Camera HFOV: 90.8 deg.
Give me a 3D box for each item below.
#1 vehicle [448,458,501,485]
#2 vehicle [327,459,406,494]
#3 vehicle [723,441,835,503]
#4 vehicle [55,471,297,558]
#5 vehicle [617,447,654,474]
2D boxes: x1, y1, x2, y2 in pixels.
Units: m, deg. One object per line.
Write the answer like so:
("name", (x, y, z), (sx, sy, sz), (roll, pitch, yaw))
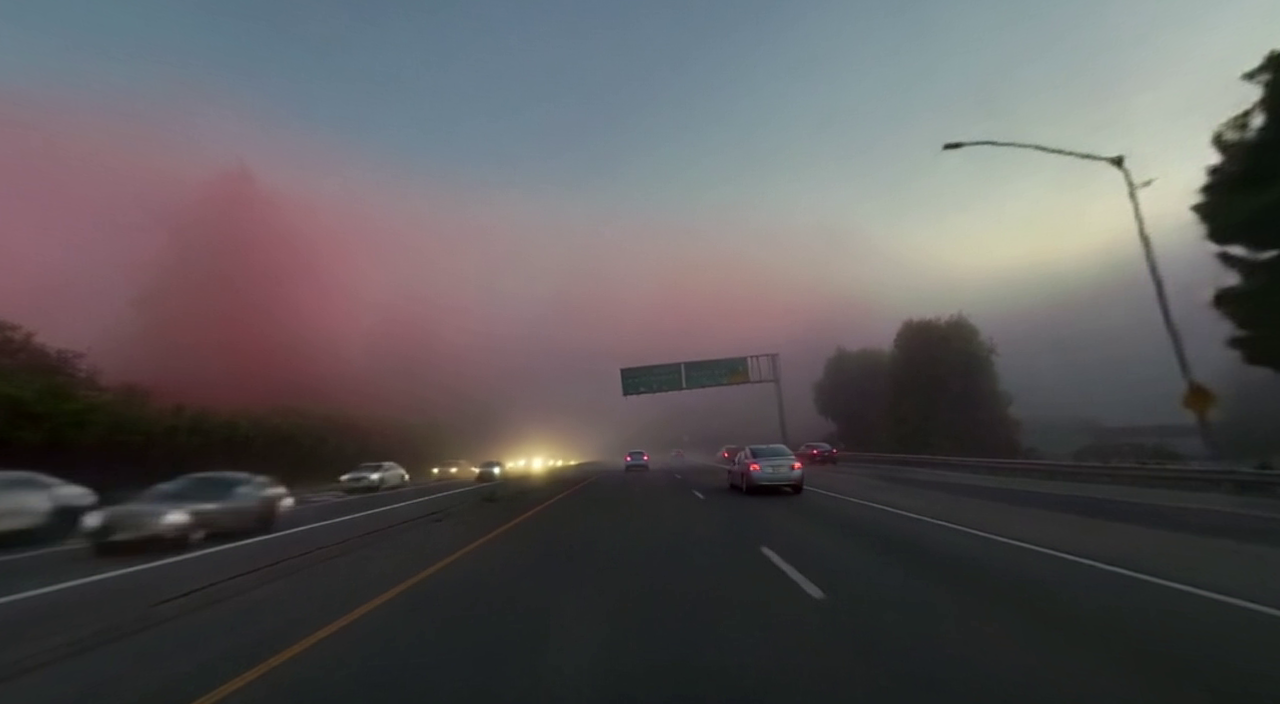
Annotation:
("vehicle", (-9.921, 7.150, 38.187), (1.940, 1.435, 4.312), (0, -8, 1))
("vehicle", (-13.677, 6.230, 31.899), (1.939, 1.504, 4.481), (0, -8, 0))
("vehicle", (3.655, 3.227, 17.477), (1.972, 1.488, 4.335), (0, -8, -2))
("vehicle", (-9.974, 3.481, 14.155), (2.069, 1.447, 4.361), (0, -8, 0))
("vehicle", (-0.284, 6.463, 37.896), (2.090, 1.510, 4.280), (0, -8, 0))
